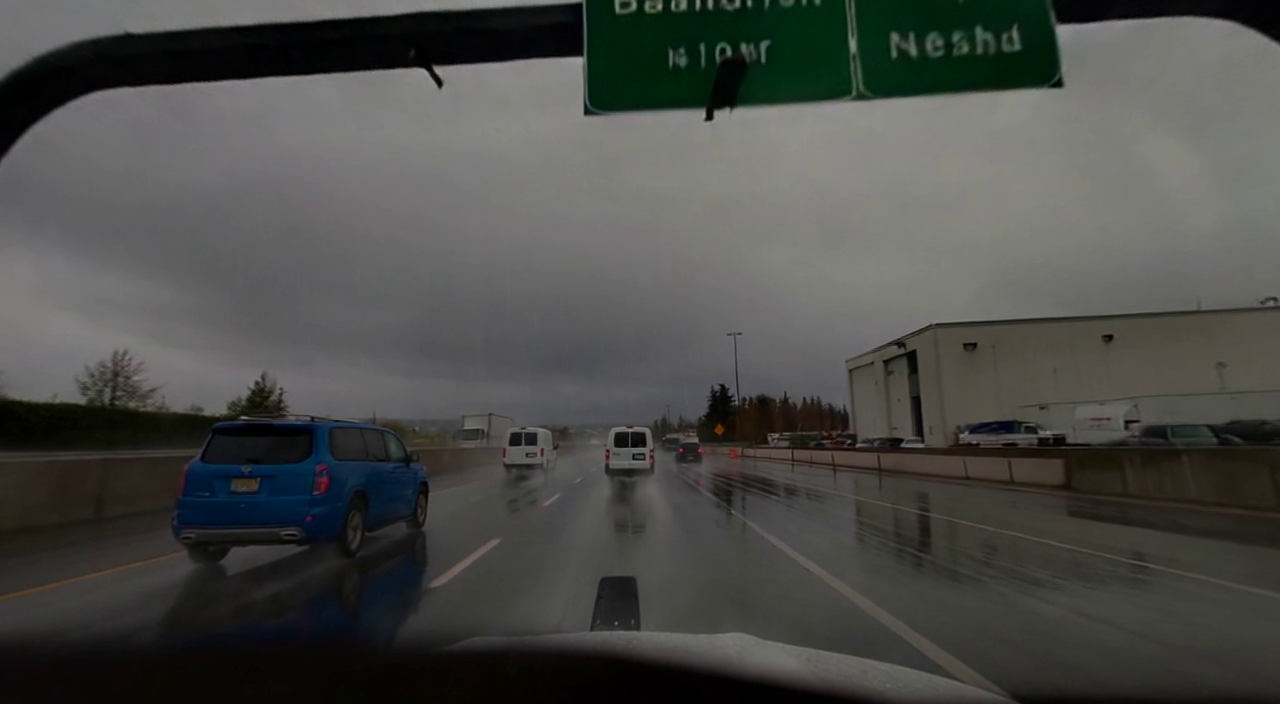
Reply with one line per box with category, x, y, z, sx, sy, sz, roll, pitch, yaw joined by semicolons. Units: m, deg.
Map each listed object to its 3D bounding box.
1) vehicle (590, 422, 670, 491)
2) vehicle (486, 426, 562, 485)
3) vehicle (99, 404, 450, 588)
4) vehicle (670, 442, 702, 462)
vehicle;-0.340;3.316;20.332;2.304;1.925;4.282;0;-8;-1
vehicle;-4.185;3.788;23.382;2.038;1.936;4.300;0;-8;-1
vehicle;-4.095;1.661;8.151;1.972;1.703;4.333;0;-8;-1
vehicle;3.502;7.663;48.448;1.999;1.494;3.833;0;-8;-2
